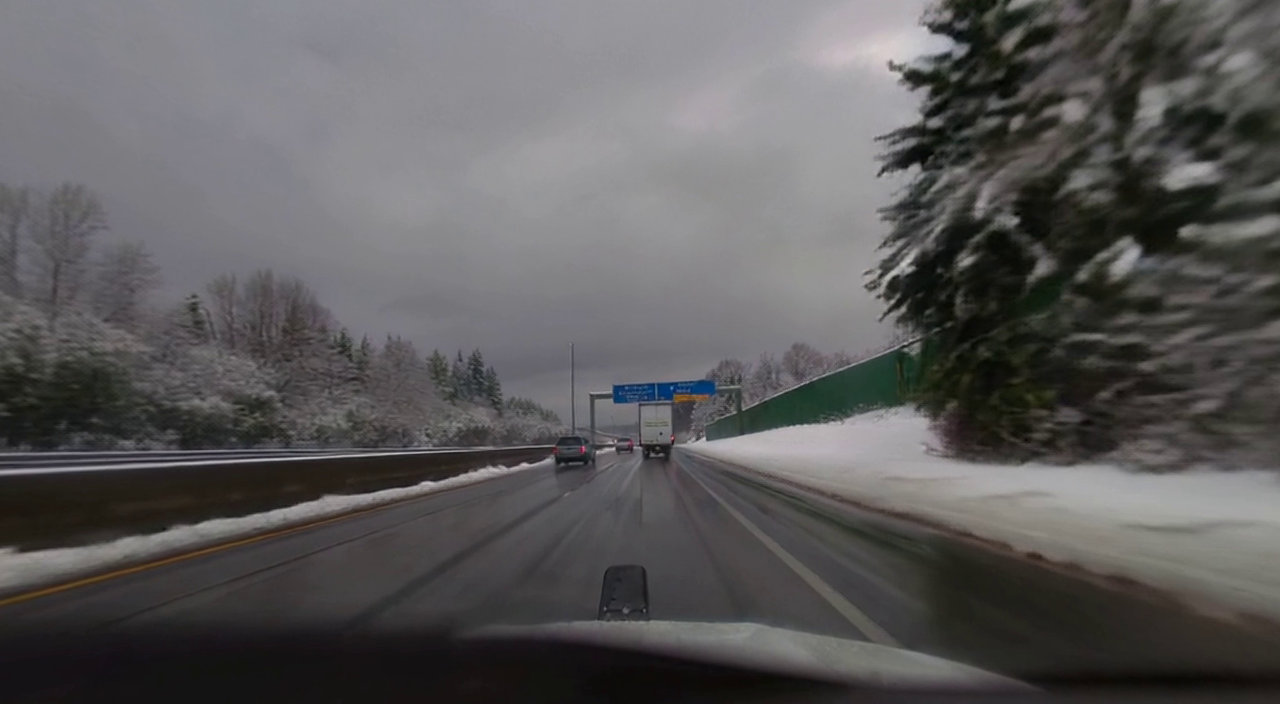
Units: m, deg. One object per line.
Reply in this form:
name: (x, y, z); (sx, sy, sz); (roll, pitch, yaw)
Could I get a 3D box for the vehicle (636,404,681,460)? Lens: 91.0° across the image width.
vehicle: (1.309, 6.014, 46.771); (2.933, 3.701, 10.425); (0, -8, 1)

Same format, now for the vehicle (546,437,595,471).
vehicle: (-3.321, 4.957, 30.900); (1.927, 1.556, 3.921); (0, -8, 1)

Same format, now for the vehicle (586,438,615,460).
vehicle: (-2.976, 7.424, 48.427); (1.962, 1.575, 4.158); (0, -8, 0)
